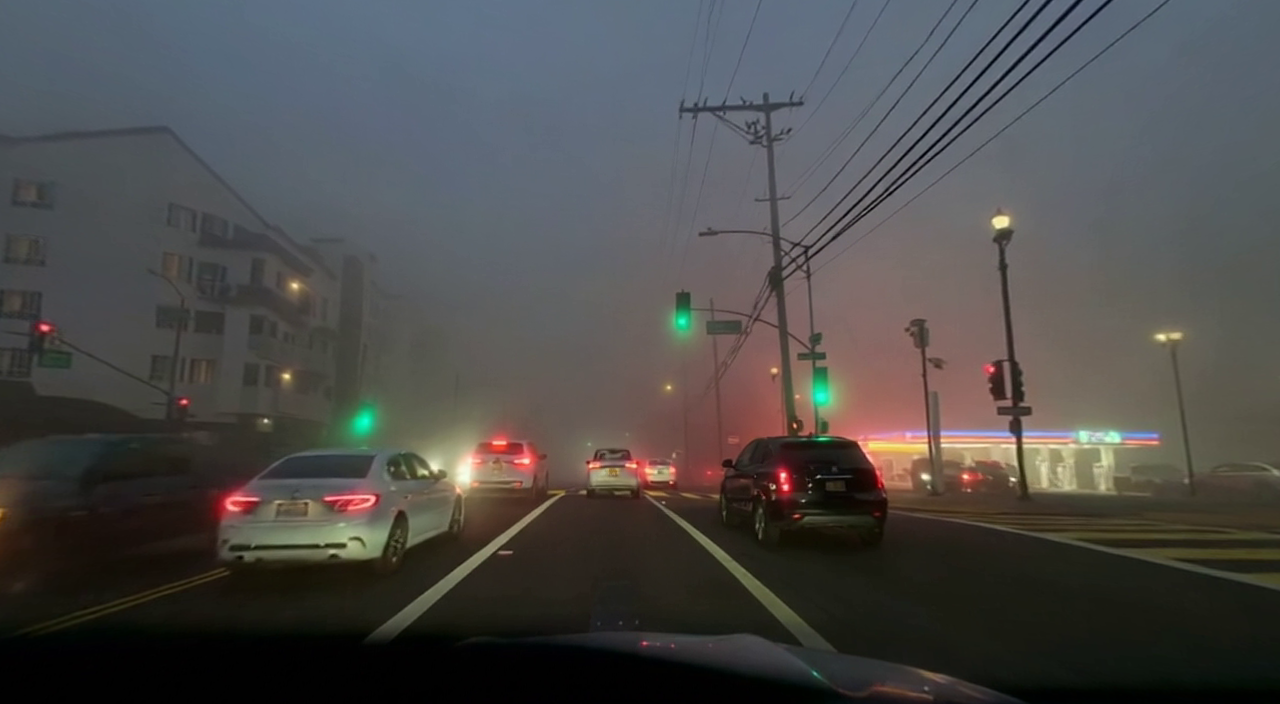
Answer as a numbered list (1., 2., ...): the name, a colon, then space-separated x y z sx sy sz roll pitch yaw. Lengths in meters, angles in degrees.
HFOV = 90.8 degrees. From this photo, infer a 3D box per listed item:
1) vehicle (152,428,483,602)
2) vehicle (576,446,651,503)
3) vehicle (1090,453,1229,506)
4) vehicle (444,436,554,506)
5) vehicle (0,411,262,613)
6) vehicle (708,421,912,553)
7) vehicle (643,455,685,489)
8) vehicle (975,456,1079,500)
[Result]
1. vehicle: -3.310 1.715 7.663 1.932 1.458 4.330 0 -8 -3
2. vehicle: -0.792 3.565 18.848 1.999 1.487 3.939 0 -8 -2
3. vehicle: 20.658 5.039 25.423 1.878 1.680 4.244 -2 -7 -1
4. vehicle: -3.809 3.278 17.949 2.221 1.706 4.451 0 -8 -2
5. vehicle: -6.651 1.649 7.258 2.069 1.735 4.240 0 -8 -2
6. vehicle: 2.389 2.010 10.155 1.945 1.647 4.160 0 -8 -3
7. vehicle: 1.279 6.710 35.506 1.953 1.687 4.094 0 -8 -4
8. vehicle: 15.201 4.924 25.141 1.959 1.482 4.664 -2 -8 12
